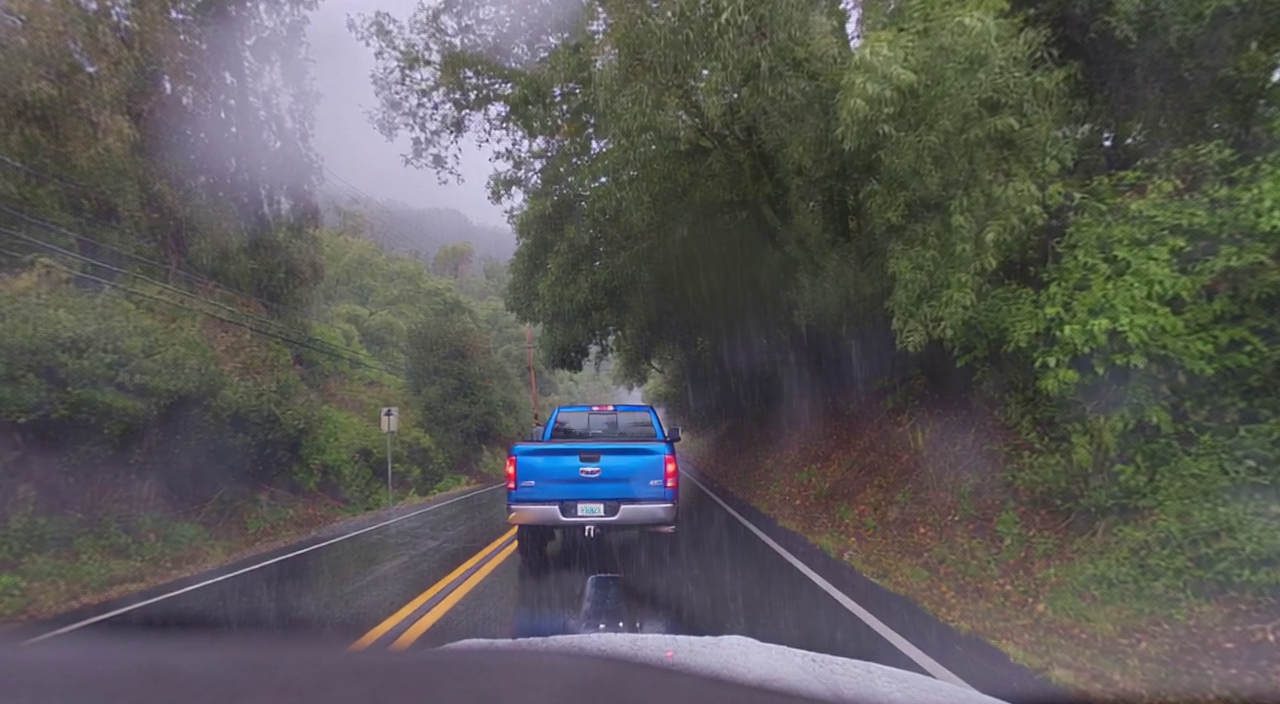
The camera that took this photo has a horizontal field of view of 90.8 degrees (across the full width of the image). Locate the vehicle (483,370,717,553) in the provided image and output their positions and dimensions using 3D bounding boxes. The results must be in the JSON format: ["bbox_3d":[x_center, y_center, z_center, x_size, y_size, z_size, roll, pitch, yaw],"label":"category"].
[{"bbox_3d":[-0.532,1.758,10.729,2.837,2.223,5.885,0,-8,-1],"label":"vehicle"}]
